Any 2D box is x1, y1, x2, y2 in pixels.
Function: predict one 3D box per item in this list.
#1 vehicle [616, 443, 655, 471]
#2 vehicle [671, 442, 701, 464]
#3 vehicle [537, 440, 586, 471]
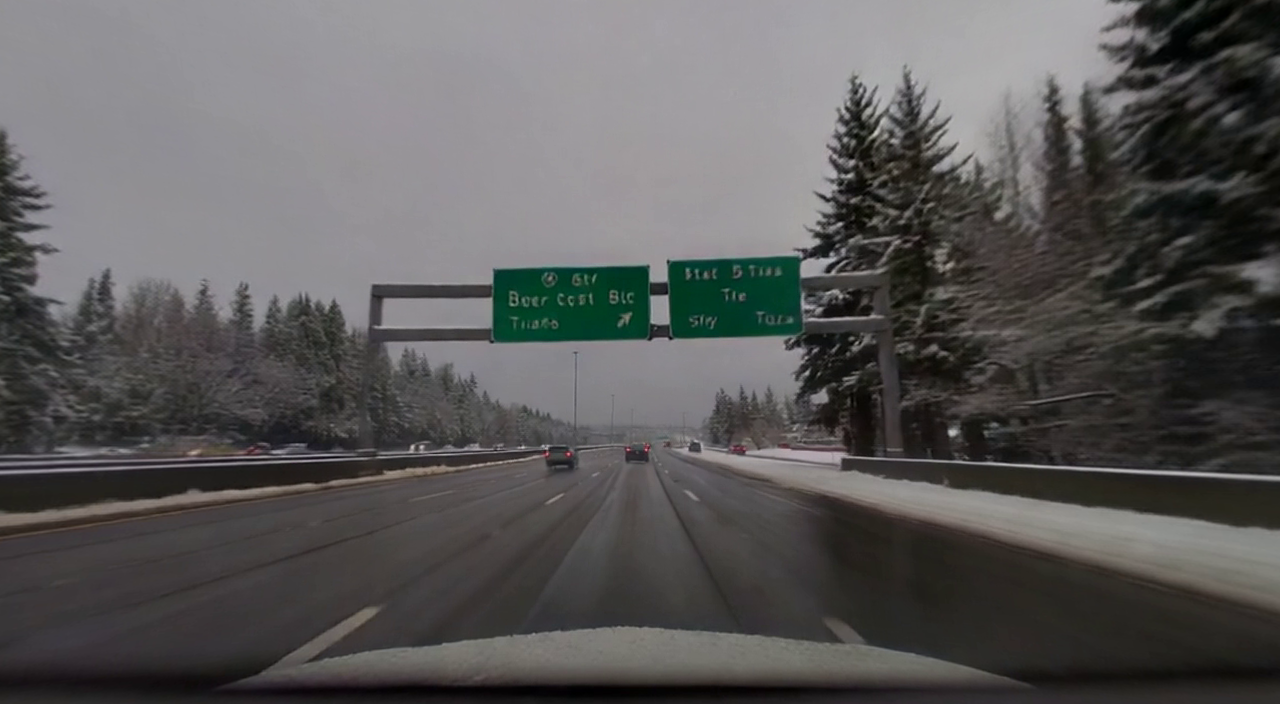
[{"bbox_3d":[-0.237,6.083,36.750,2.146,1.485,4.332,0,-9,0],"label":"vehicle"},{"bbox_3d":[3.581,7.917,49.810,2.084,1.624,3.935,0,-9,0],"label":"vehicle"},{"bbox_3d":[-4.589,6.132,37.494,2.260,1.706,4.177,0,-9,1],"label":"vehicle"}]
